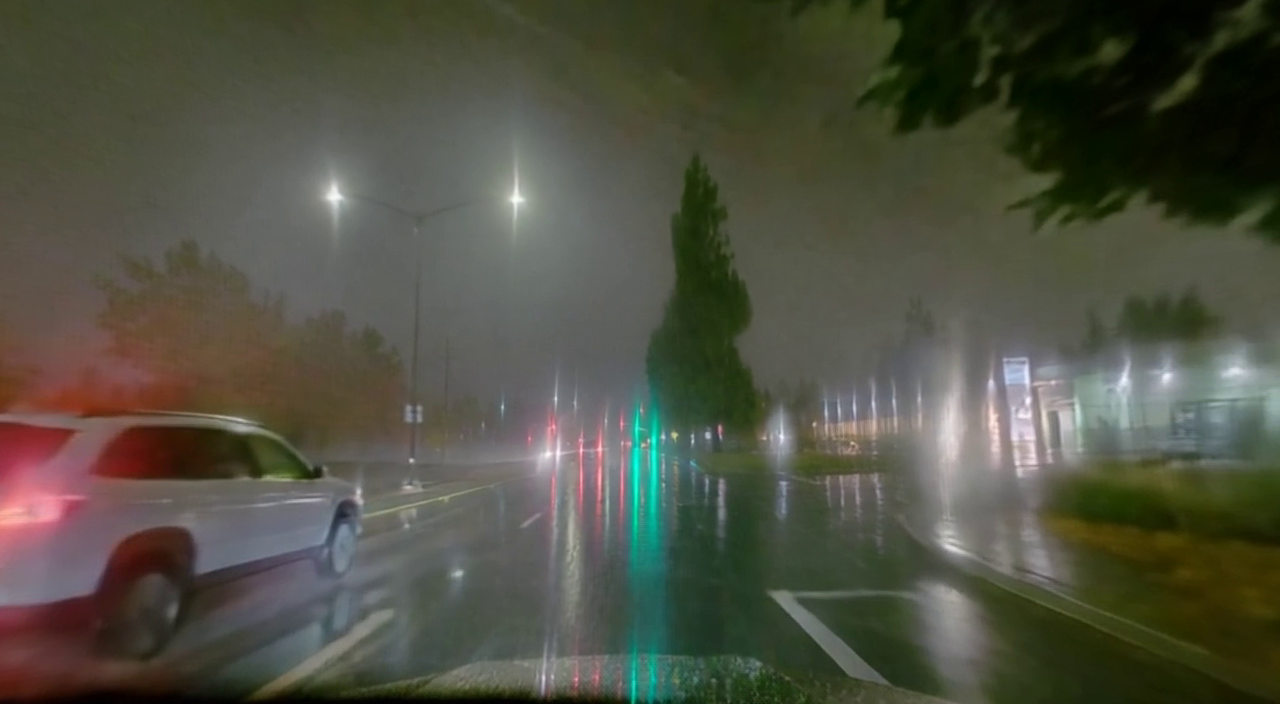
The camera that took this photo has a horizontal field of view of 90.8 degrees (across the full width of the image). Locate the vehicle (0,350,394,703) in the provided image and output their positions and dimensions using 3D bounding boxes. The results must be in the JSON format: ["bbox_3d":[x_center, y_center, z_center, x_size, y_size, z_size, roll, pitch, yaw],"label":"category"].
[{"bbox_3d":[-3.816,1.115,4.476,2.202,1.685,4.772,0,-8,0],"label":"vehicle"}]

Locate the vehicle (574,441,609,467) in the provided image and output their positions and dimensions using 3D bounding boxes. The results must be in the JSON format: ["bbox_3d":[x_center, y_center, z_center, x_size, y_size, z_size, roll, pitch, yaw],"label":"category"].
[{"bbox_3d":[-3.533,7.530,46.794,2.179,1.771,4.267,0,-8,1],"label":"vehicle"}]
